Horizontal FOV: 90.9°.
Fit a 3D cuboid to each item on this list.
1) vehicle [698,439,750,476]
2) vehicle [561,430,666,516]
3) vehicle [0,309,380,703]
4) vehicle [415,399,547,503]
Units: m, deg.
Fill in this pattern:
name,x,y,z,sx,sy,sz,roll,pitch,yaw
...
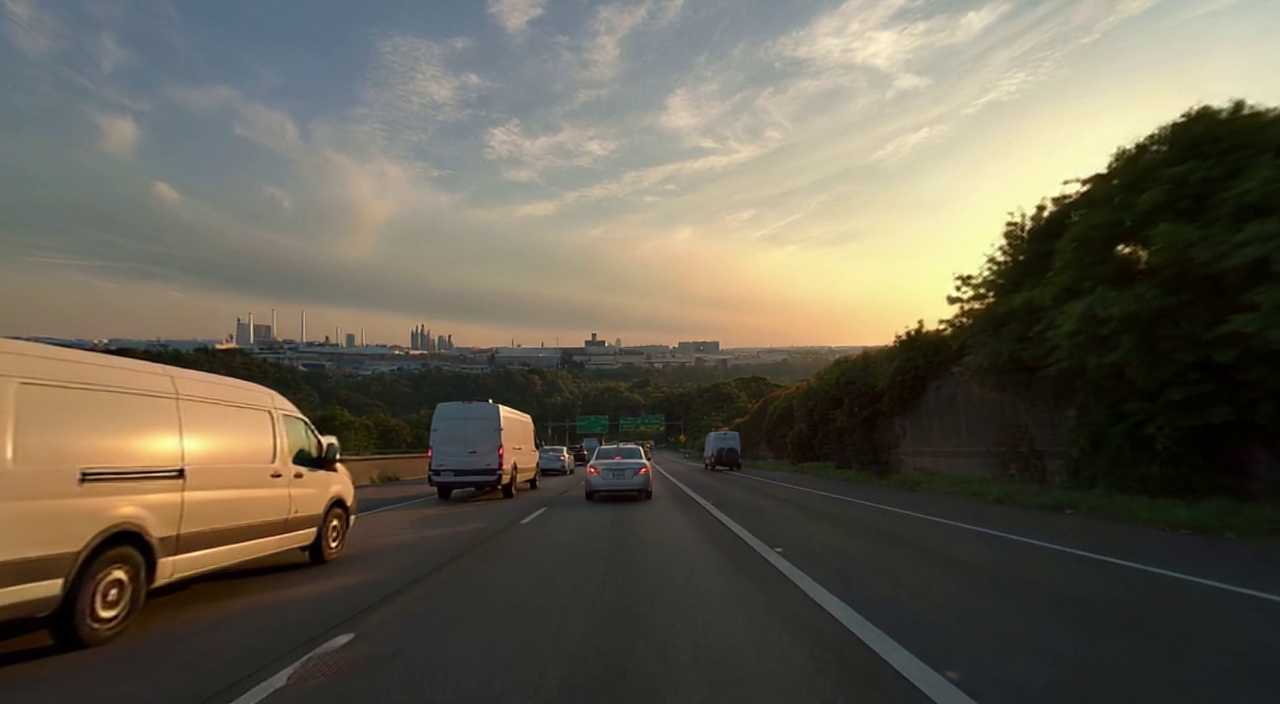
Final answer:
name,x,y,z,sx,sy,sz,roll,pitch,yaw
vehicle,4.223,5.399,32.294,2.003,1.754,4.134,0,-9,-1
vehicle,-0.517,2.721,14.547,2.093,1.695,3.782,0,-9,0
vehicle,-4.047,1.021,4.528,2.253,1.892,4.823,0,-9,0
vehicle,-4.547,3.037,19.498,2.248,2.626,6.837,0,-9,0
